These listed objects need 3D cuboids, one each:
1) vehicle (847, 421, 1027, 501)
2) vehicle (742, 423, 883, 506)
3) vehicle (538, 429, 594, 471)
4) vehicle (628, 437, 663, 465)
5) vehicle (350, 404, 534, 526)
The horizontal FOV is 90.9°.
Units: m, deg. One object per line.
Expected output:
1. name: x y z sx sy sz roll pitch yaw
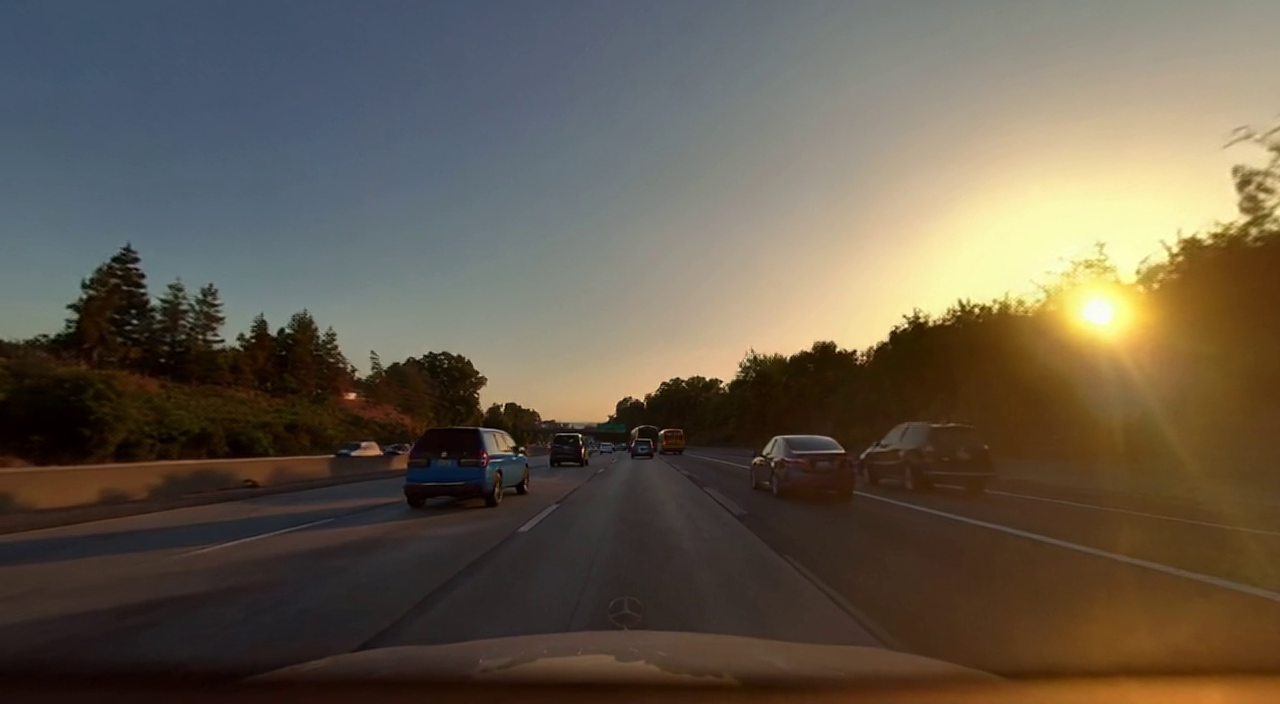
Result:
1. vehicle: 7.759 2.929 17.371 2.191 1.807 5.692 0 -8 0
2. vehicle: 3.896 2.643 15.227 2.050 1.661 4.636 0 -8 -1
3. vehicle: -3.502 4.756 30.653 2.155 1.843 4.567 0 -8 0
4. vehicle: 0.325 6.128 39.218 2.042 1.632 3.654 0 -8 0
5. vehicle: -3.490 2.106 12.208 2.016 1.898 4.458 0 -8 1
